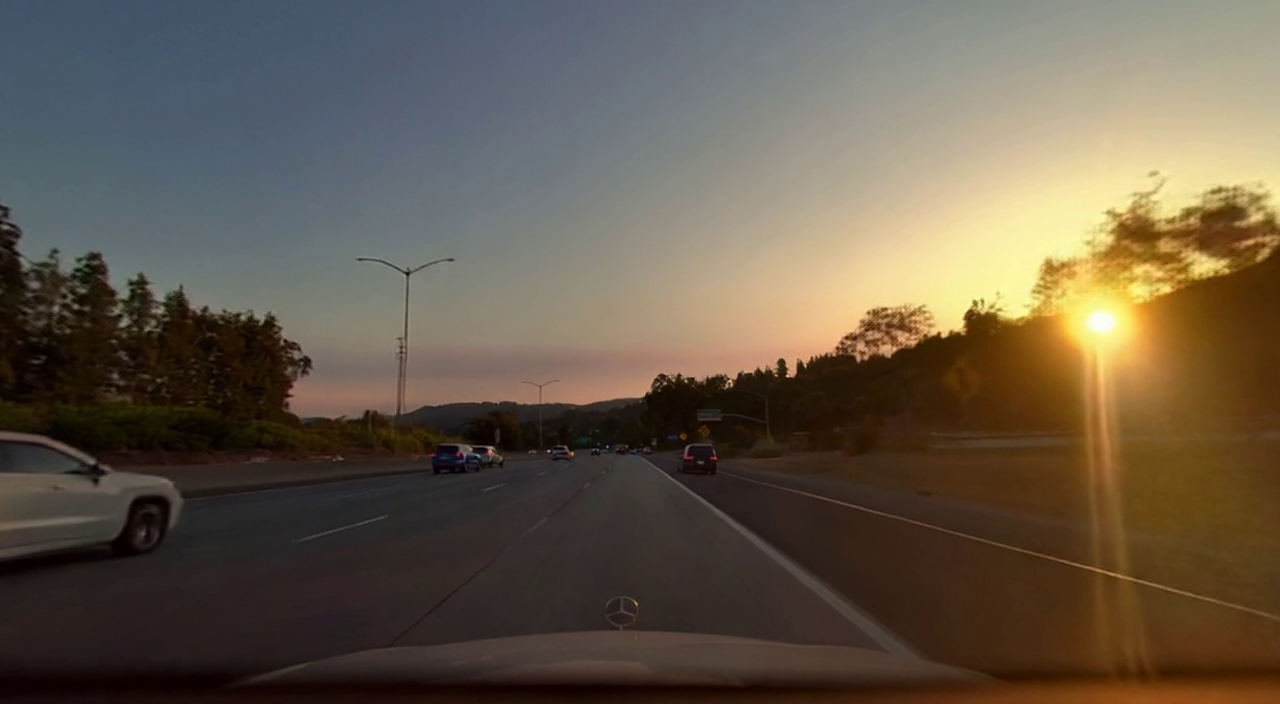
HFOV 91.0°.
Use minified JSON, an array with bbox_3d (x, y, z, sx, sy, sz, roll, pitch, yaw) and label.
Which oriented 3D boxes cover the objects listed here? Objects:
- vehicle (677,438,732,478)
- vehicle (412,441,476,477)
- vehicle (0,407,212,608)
[{"bbox_3d":[3.170,5.351,32.065,2.184,1.892,4.763,0,-9,-2],"label":"vehicle"},{"bbox_3d":[-11.109,6.083,36.036,2.137,1.873,4.687,0,-9,0],"label":"vehicle"},{"bbox_3d":[-7.080,1.419,5.767,2.524,1.806,5.325,0,-9,0],"label":"vehicle"}]
